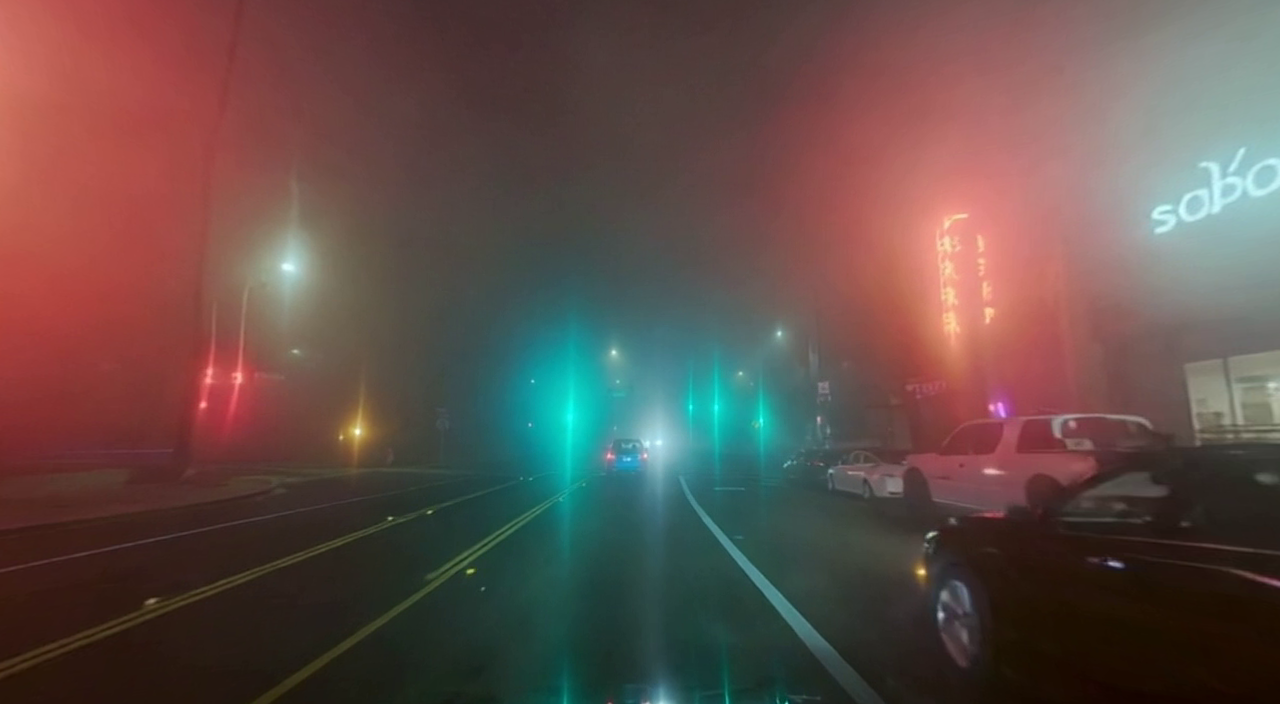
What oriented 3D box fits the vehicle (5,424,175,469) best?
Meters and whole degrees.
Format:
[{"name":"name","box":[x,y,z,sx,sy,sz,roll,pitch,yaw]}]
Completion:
[{"name":"vehicle","box":[-32.611,5.651,37.826,2.562,2.387,6.989,-4,-10,29]}]

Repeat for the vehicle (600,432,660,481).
[{"name":"vehicle","box":[-0.383,3.947,24.119,2.063,1.664,4.471,0,-8,-1]}]

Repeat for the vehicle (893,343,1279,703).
[{"name":"vehicle","box":[3.118,0.941,3.035,1.983,1.654,4.354,0,-8,0]}]

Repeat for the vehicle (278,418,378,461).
[{"name":"vehicle","box":[-20.911,5.955,42.661,2.198,2.684,5.751,-4,-9,25]}]

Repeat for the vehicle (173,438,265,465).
[{"name":"vehicle","box":[-29.173,6.904,43.991,1.863,1.733,4.974,-5,-9,27]}]
